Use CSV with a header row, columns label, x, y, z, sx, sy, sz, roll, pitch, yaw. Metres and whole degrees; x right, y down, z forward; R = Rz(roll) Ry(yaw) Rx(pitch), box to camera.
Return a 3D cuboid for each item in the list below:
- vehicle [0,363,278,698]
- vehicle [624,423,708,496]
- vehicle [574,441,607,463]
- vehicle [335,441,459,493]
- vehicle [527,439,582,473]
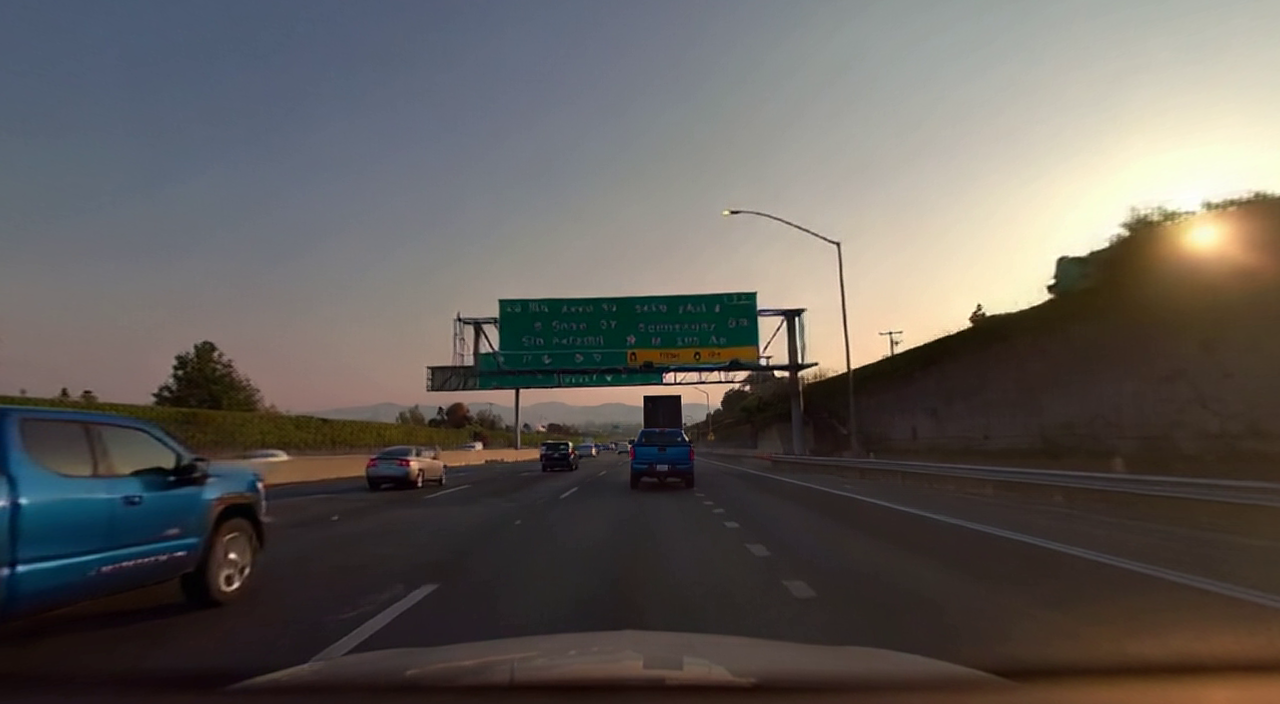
label,x,y,z,sx,sy,sz,roll,pitch,yaw
vehicle,-4.441,0.954,3.327,1.954,1.792,5.187,0,-9,0
vehicle,0.610,3.053,18.211,2.083,1.792,4.782,0,-9,-1
vehicle,-3.646,7.551,47.604,2.061,1.584,4.290,0,-8,1
vehicle,-7.724,3.687,20.675,2.081,1.463,4.749,0,-8,1
vehicle,-4.200,5.197,31.716,1.961,1.591,4.756,0,-8,2
